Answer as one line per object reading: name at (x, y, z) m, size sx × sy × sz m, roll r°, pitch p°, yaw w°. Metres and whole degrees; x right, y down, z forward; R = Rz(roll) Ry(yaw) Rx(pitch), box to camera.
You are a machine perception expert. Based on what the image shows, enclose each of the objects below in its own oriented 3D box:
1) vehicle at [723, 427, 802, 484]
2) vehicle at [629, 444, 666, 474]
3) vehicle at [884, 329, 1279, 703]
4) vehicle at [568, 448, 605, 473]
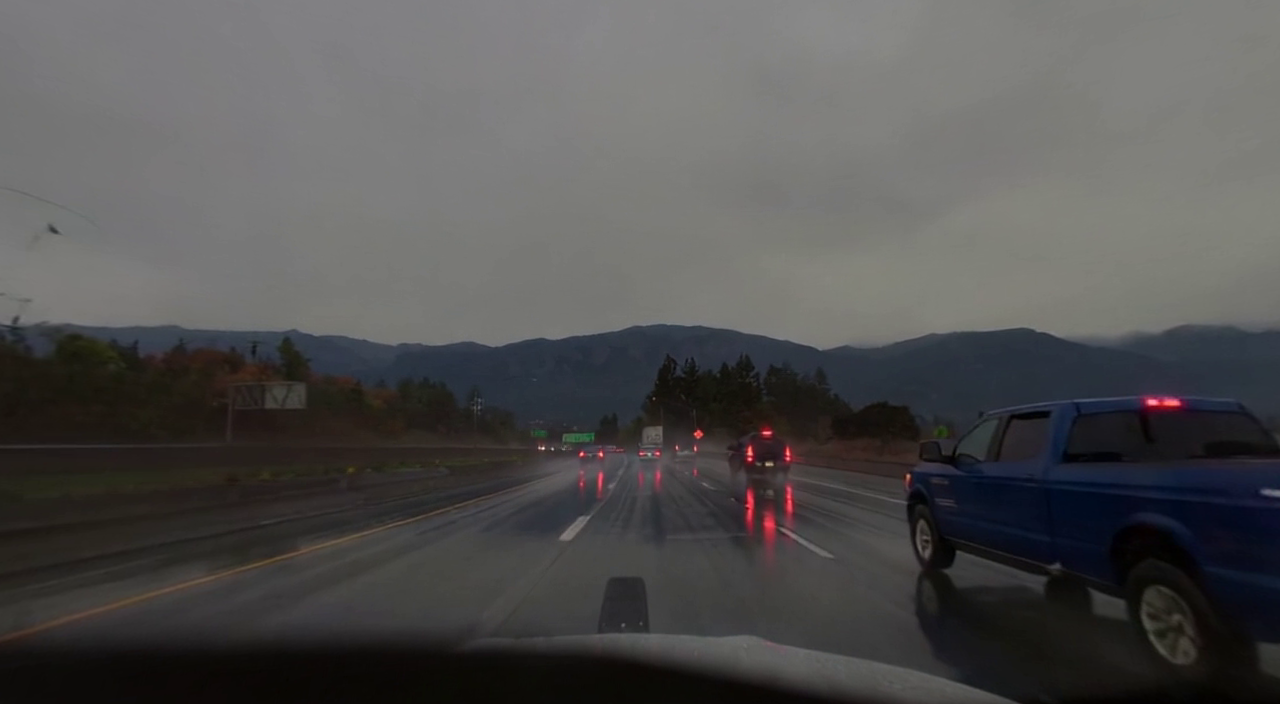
vehicle at (4.552, 3.934, 24.198) m, size 2.057 × 1.958 × 4.495 m, roll 0°, pitch -8°, yaw -1°
vehicle at (0.386, 6.099, 36.282) m, size 1.959 × 1.604 × 4.065 m, roll 0°, pitch -8°, yaw -2°
vehicle at (3.966, 1.084, 4.561) m, size 2.229 × 1.837 × 5.387 m, roll 0°, pitch -8°, yaw 0°
vehicle at (-3.434, 7.041, 41.244) m, size 2.109 × 1.530 × 4.646 m, roll 0°, pitch -8°, yaw -1°
